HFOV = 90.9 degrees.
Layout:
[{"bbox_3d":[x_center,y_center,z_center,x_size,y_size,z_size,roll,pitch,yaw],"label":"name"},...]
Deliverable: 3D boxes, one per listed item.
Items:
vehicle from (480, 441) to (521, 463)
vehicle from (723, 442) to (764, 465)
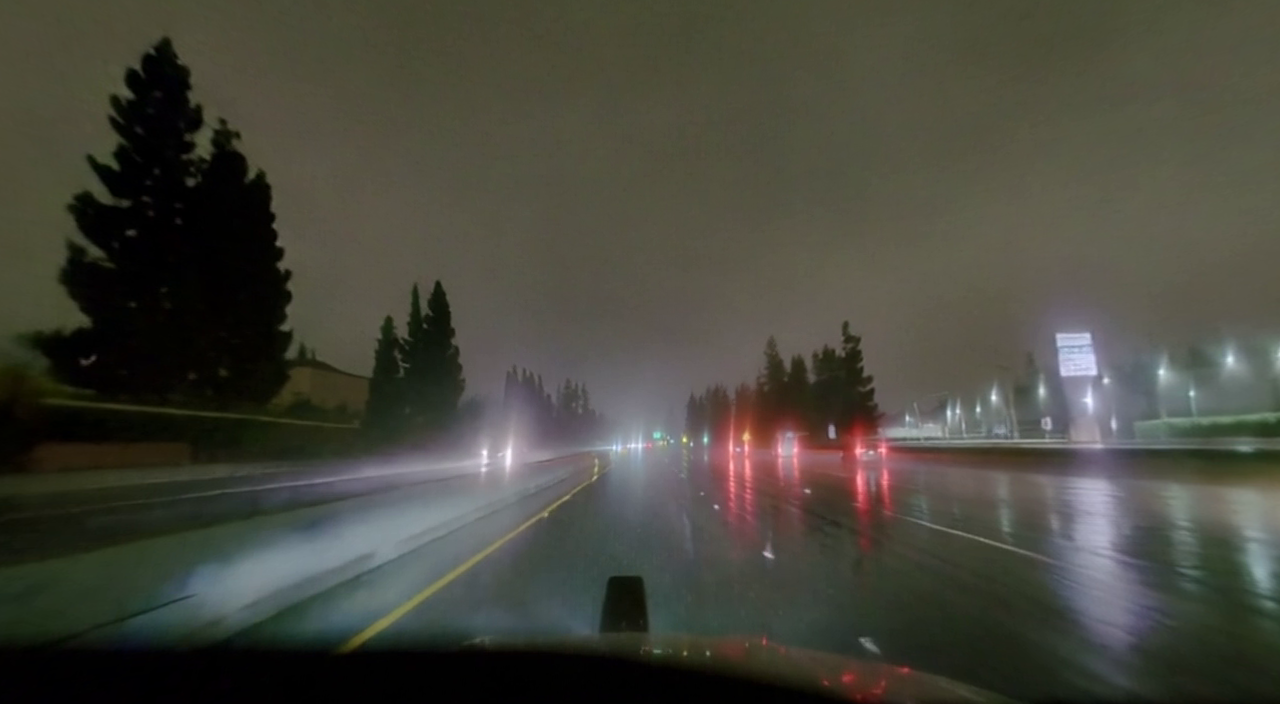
[{"bbox_3d":[-10.354,7.483,47.221,2.027,1.551,4.656,0,-8,0],"label":"vehicle"},{"bbox_3d":[6.972,6.893,42.972,2.025,1.484,4.208,0,-8,0],"label":"vehicle"}]
